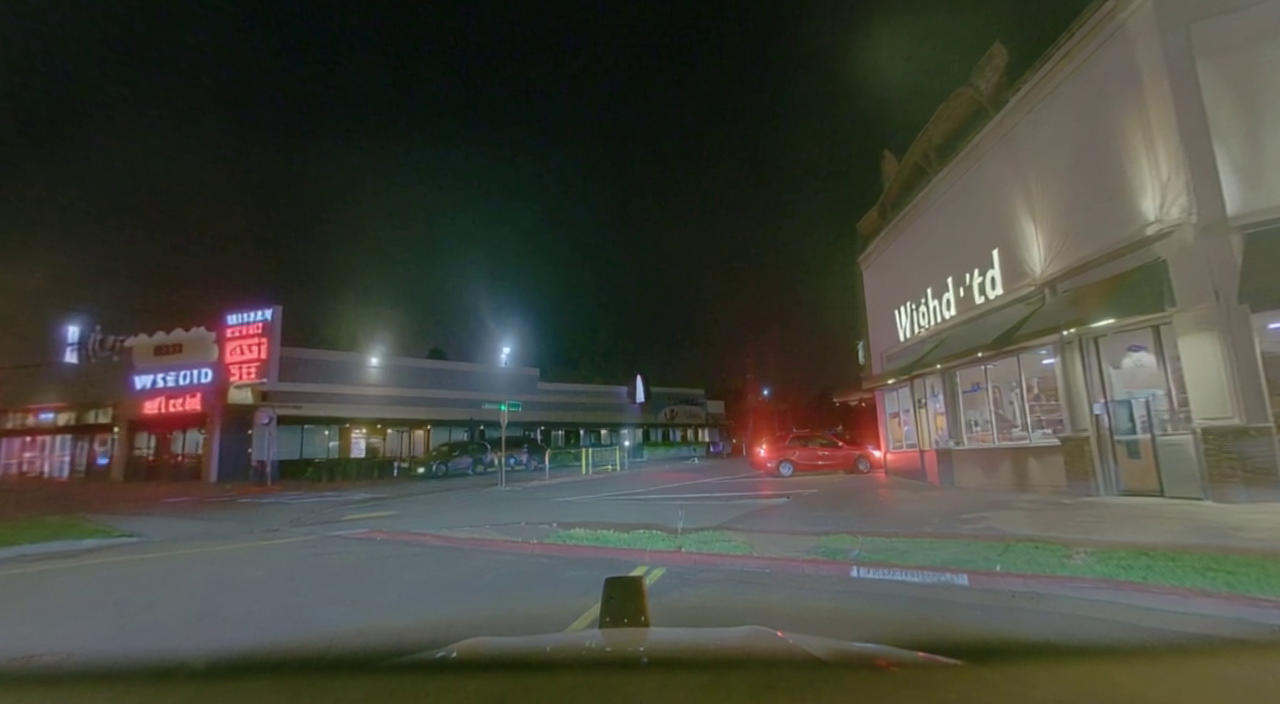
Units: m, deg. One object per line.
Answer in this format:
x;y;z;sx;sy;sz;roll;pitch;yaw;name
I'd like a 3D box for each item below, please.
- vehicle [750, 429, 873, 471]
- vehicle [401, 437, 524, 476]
7.290;4.168;26.834;4.706;1.663;1.993;-4;-9;25;vehicle
-7.768;4.601;27.761;4.814;1.618;1.869;-2;-9;11;vehicle
